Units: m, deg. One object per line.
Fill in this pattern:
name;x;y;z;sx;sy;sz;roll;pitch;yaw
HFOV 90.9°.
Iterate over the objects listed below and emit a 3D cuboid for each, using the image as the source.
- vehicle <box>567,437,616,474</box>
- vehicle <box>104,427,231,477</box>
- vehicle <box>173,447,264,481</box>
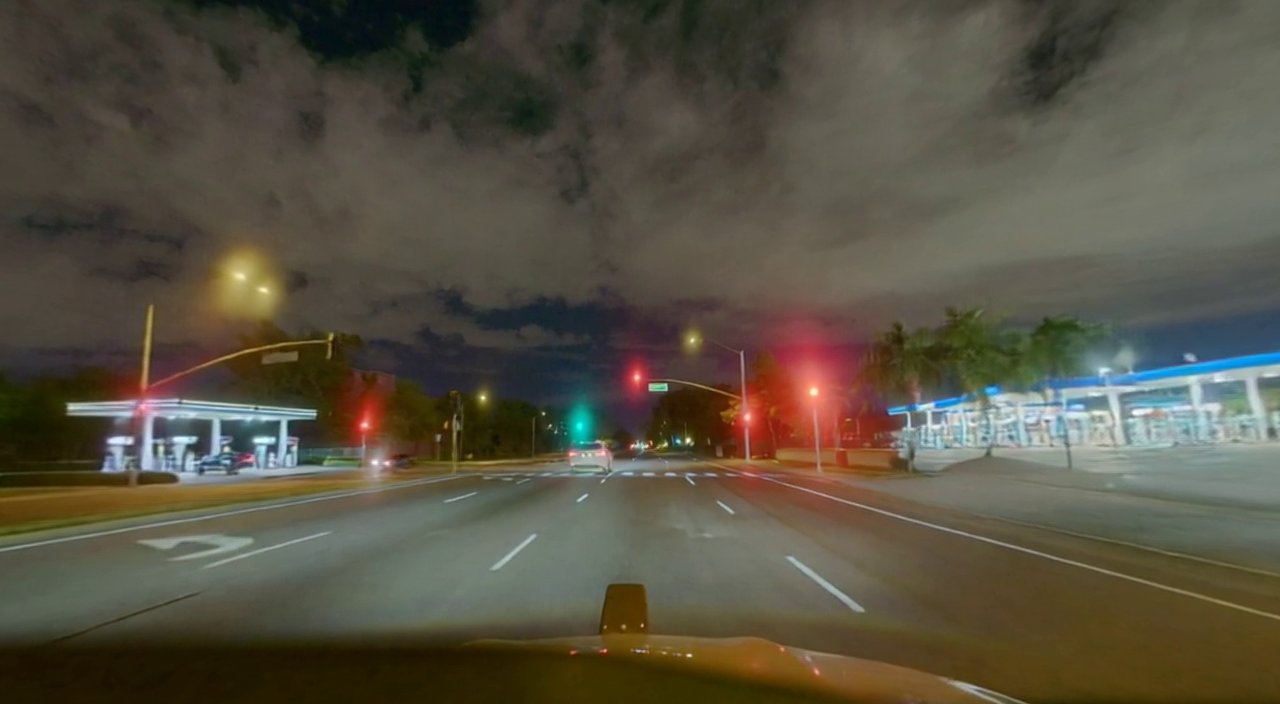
vehicle;-2.394;5.236;32.087;2.011;1.756;4.478;0;-9;2
vehicle;-35.875;7.612;48.037;7.179;3.622;2.857;0;-9;1
vehicle;-27.948;7.414;41.921;4.597;1.952;2.040;-3;-7;-1
